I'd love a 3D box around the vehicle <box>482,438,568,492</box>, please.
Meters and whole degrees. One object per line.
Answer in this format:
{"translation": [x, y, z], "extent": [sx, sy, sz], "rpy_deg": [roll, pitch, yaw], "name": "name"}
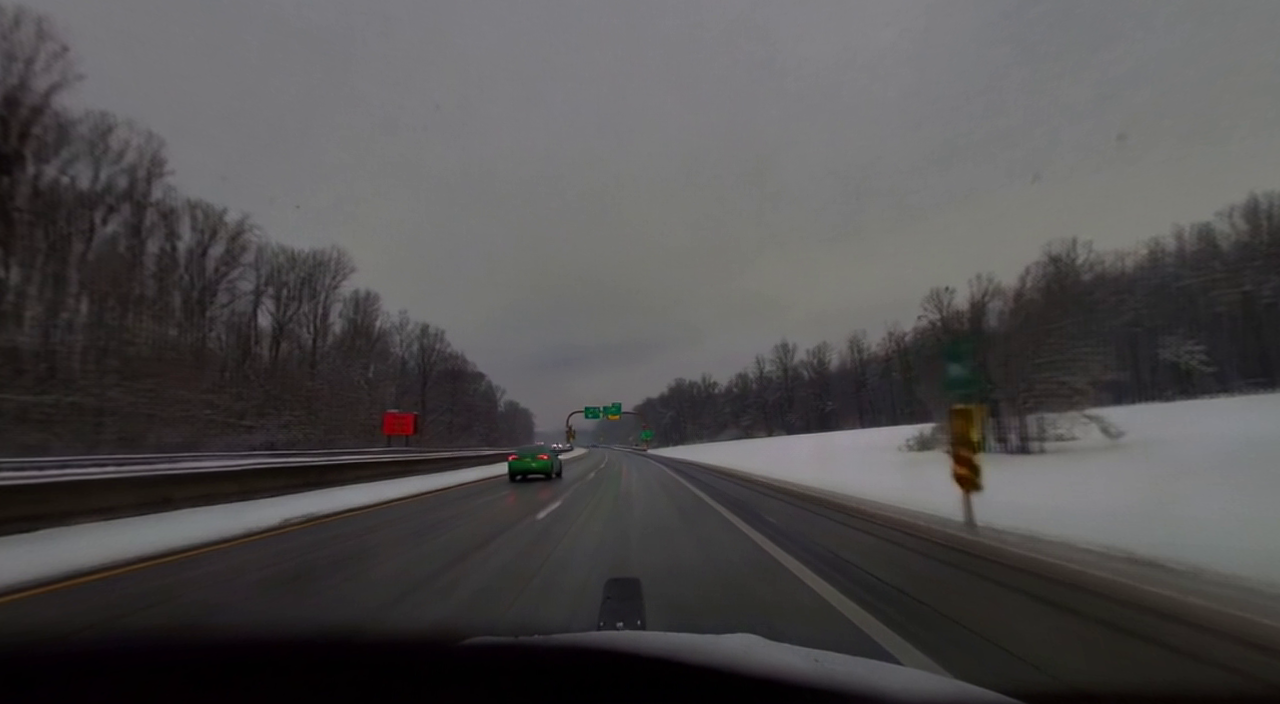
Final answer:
{"translation": [-3.543, 3.572, 20.213], "extent": [1.990, 1.532, 3.911], "rpy_deg": [0, -9, 0], "name": "vehicle"}
